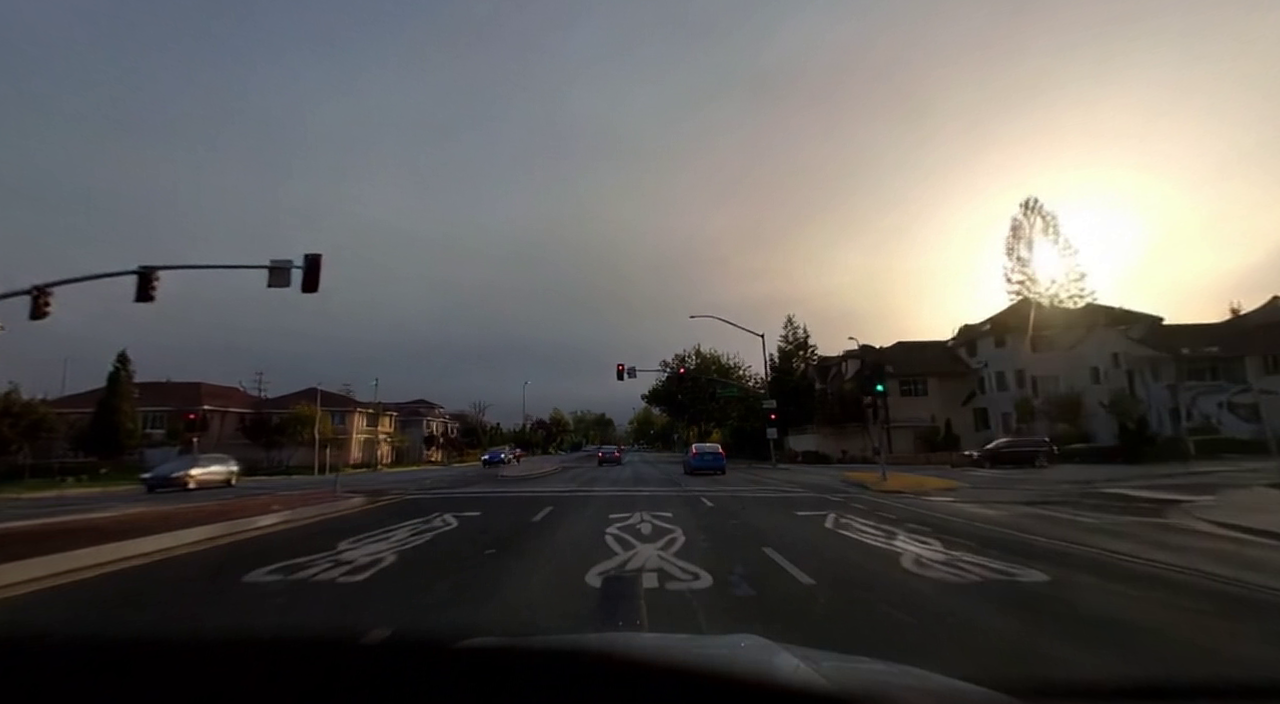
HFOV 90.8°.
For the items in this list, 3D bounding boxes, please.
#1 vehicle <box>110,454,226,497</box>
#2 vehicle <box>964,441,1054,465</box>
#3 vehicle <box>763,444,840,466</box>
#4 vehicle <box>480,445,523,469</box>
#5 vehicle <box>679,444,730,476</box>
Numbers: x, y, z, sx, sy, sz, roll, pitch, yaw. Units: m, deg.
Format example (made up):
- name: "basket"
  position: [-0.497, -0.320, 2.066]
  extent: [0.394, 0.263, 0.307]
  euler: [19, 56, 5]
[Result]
- name: "vehicle"
  position: [-21.371, 5.581, 28.879]
  extent: [1.913, 1.700, 4.359]
  euler: [0, -8, 0]
- name: "vehicle"
  position: [24.057, 6.584, 41.353]
  extent: [4.580, 1.494, 2.029]
  euler: [0, -8, 3]
- name: "vehicle"
  position: [11.995, 7.660, 47.155]
  extent: [5.209, 1.574, 2.008]
  euler: [-8, -11, 42]
- name: "vehicle"
  position: [-10.124, 7.689, 46.555]
  extent: [2.089, 1.712, 4.638]
  euler: [0, -8, 1]
- name: "vehicle"
  position: [3.208, 5.476, 32.278]
  extent: [2.068, 1.497, 4.247]
  euler: [0, -8, -1]
